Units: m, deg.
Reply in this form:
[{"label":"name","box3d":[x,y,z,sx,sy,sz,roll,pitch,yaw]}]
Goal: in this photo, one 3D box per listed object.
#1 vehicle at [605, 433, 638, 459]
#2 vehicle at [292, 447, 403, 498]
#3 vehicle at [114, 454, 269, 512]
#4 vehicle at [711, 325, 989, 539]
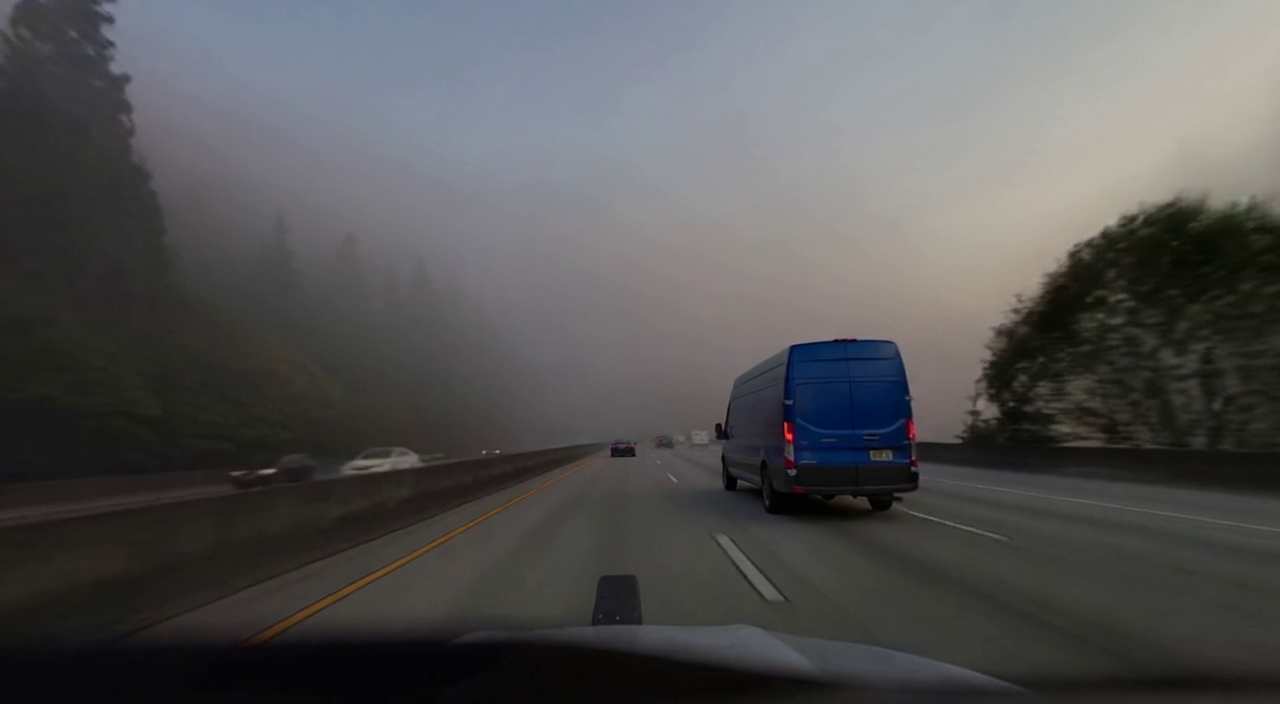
[{"label":"vehicle","box3d":[-1.128,5.727,38.537,1.900,1.524,4.324,0,-8,-1]},{"label":"vehicle","box3d":[-10.123,4.174,22.187,1.841,1.493,4.407,0,-8,0]},{"label":"vehicle","box3d":[-14.010,4.071,20.021,1.827,1.504,4.242,0,-8,0]},{"label":"vehicle","box3d":[2.947,1.427,11.304,2.416,2.595,7.243,0,-8,-1]}]
